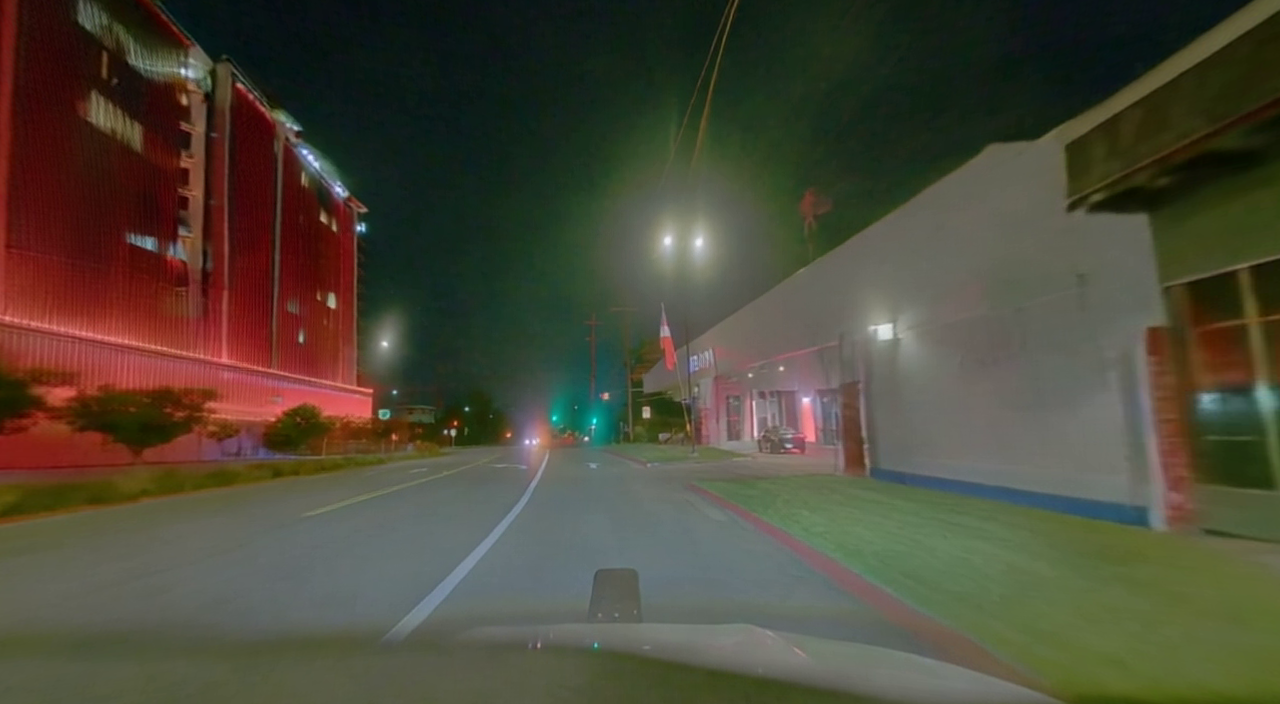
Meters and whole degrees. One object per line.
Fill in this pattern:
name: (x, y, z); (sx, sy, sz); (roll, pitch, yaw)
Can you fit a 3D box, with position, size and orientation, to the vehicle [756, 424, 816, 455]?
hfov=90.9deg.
vehicle: (7.460, 4.524, 32.579); (1.769, 1.516, 3.520); (0, -8, -9)
